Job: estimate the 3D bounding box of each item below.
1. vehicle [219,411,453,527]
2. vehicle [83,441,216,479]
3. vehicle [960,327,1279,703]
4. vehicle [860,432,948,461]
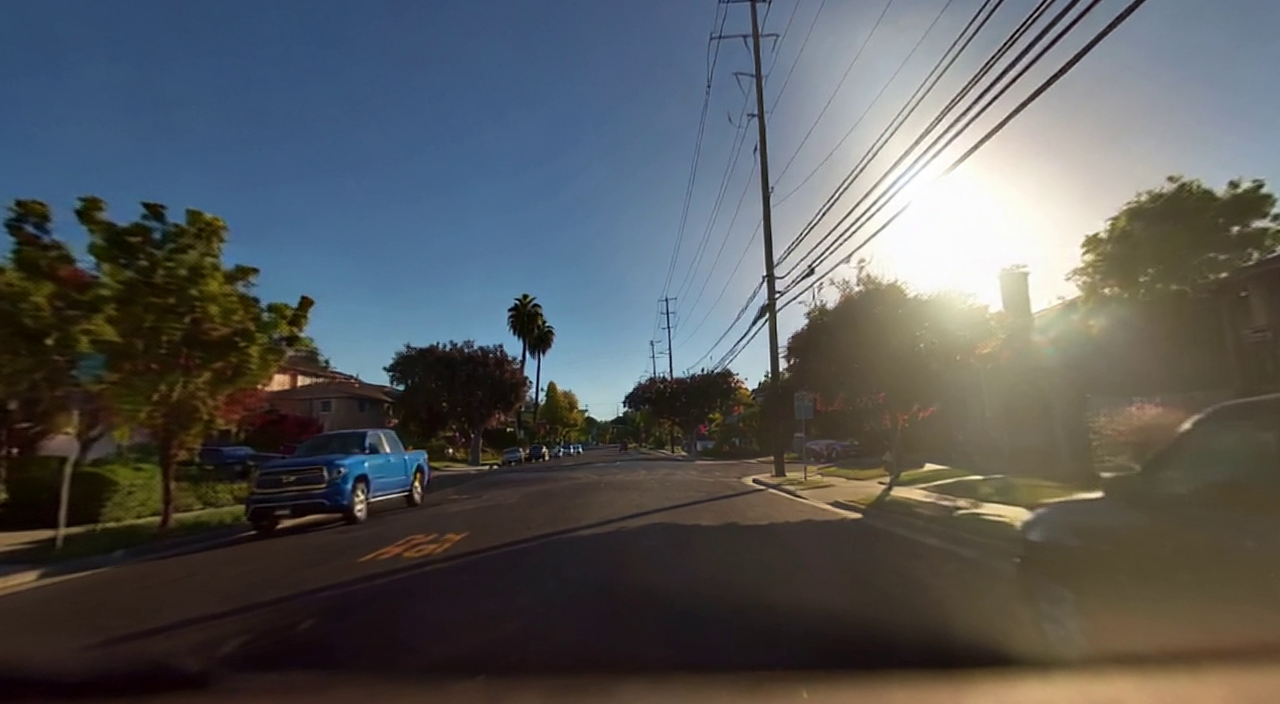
[{"bbox_3d":[-6.344,2.526,14.420,2.455,2.045,6.171,0,-8,-2],"label":"vehicle"},{"bbox_3d":[-28.534,6.301,36.932,5.660,2.110,2.321,0,-8,-2],"label":"vehicle"},{"bbox_3d":[3.480,0.764,2.197,2.167,1.746,4.541,0,-8,-3],"label":"vehicle"},{"bbox_3d":[15.764,5.656,37.858,4.381,1.645,2.013,0,-8,-2],"label":"vehicle"}]
